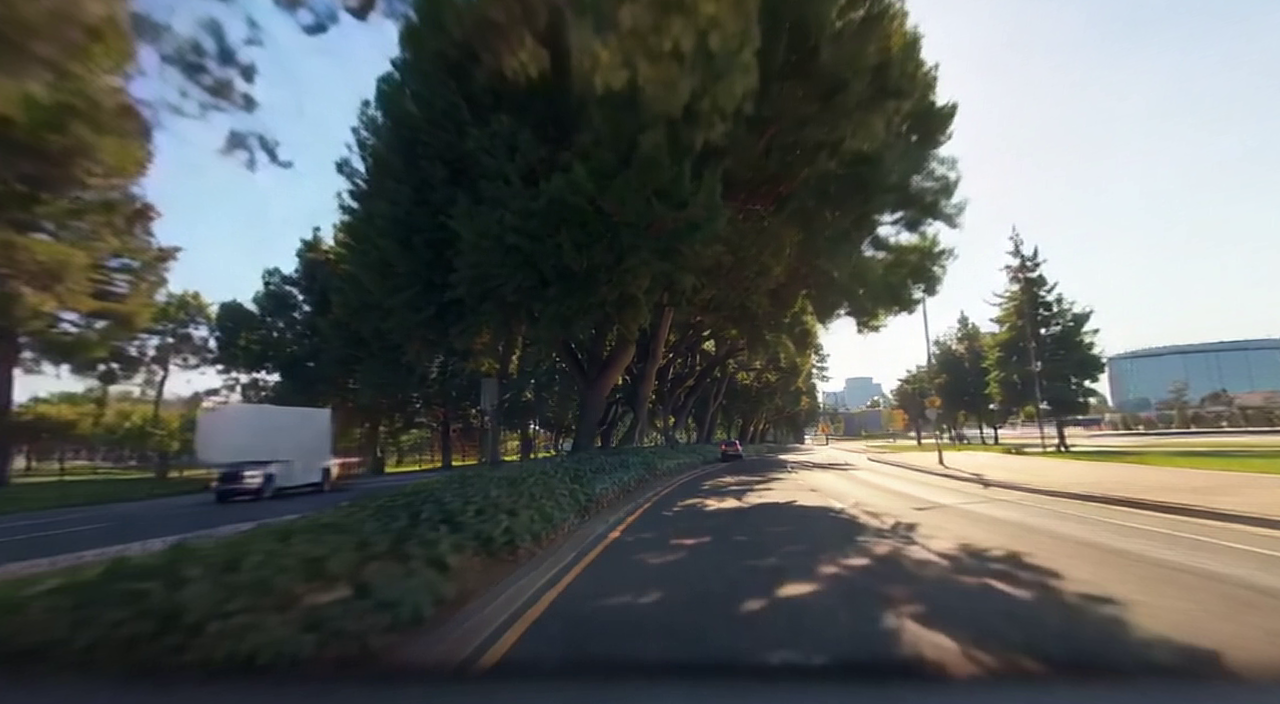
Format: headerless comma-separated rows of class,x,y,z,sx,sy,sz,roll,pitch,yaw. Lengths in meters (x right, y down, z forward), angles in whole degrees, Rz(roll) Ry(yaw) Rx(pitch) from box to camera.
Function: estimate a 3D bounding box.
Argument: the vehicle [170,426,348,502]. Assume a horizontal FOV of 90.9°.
vehicle,-11.288,3.342,19.248,2.080,1.984,4.778,-1,-8,6
